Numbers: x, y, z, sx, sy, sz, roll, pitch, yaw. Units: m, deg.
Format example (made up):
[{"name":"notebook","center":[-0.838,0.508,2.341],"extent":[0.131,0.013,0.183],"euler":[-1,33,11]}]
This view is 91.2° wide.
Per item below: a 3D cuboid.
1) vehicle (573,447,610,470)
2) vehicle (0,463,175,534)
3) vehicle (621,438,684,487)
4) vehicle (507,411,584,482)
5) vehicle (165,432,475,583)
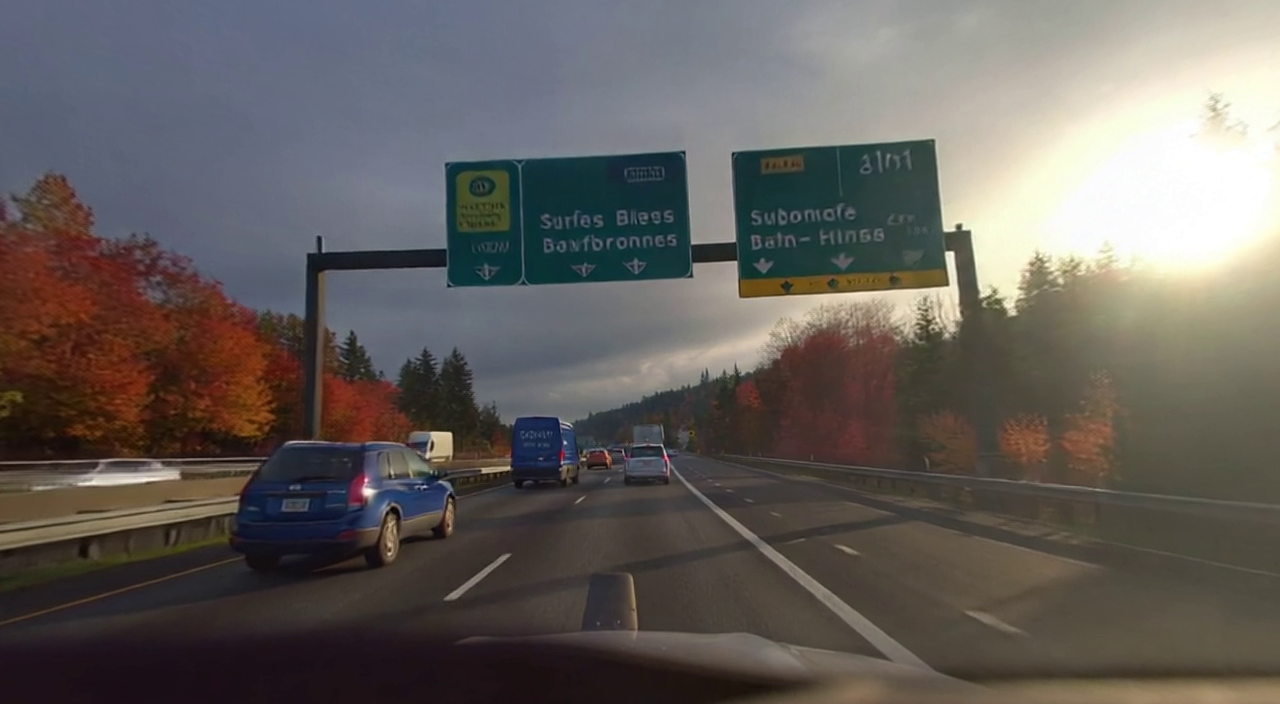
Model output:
[{"name":"vehicle","center":[-3.223,7.135,42.178],"extent":[2.015,1.496,4.312],"euler":[-1,-9,2]},{"name":"vehicle","center":[-14.926,3.766,16.628],"extent":[1.832,1.494,4.349],"euler":[0,-9,0]},{"name":"vehicle","center":[0.447,4.134,23.756],"extent":[2.195,1.679,4.070],"euler":[0,-9,1]},{"name":"vehicle","center":[-3.866,4.053,26.903],"extent":[2.275,2.692,5.810],"euler":[0,-9,1]},{"name":"vehicle","center":[-3.745,1.873,8.325],"extent":[1.977,1.485,3.973],"euler":[0,-9,0]}]
